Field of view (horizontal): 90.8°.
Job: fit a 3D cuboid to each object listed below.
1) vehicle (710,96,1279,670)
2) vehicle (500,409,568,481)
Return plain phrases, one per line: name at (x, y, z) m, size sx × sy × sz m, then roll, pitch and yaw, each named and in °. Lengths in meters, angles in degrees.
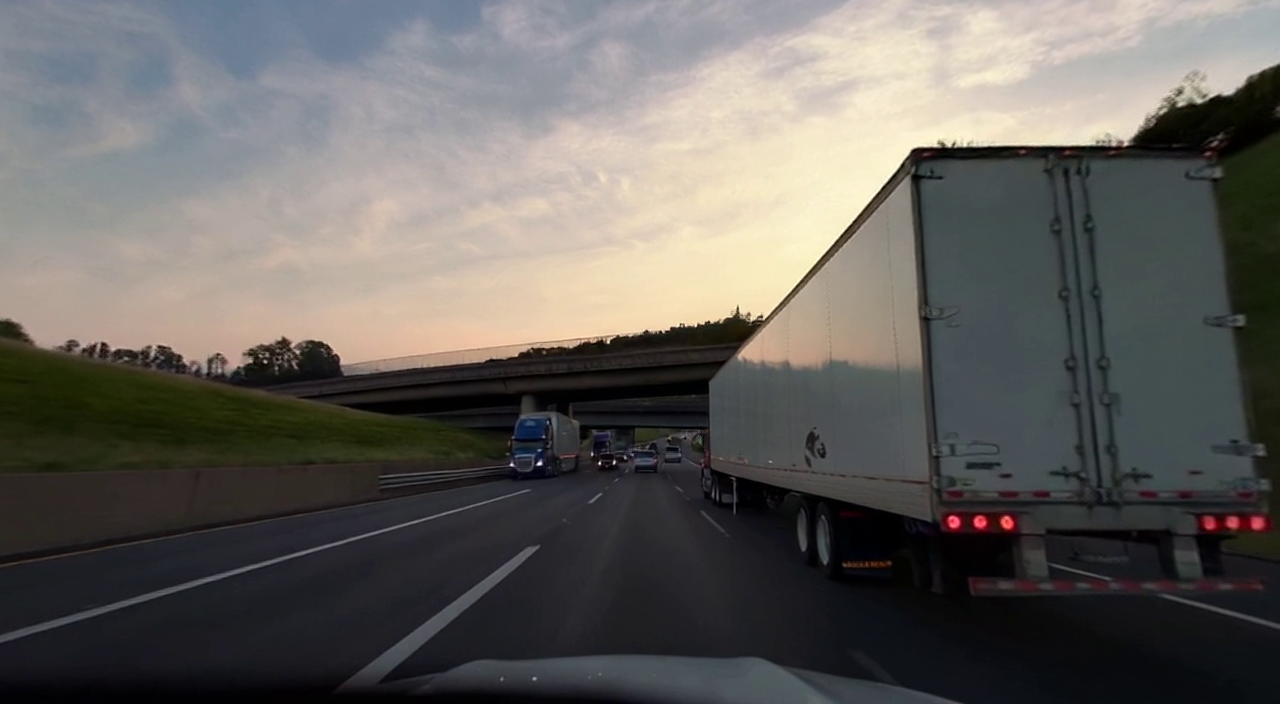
vehicle at (3.498, 1.152, 11.387) m, size 2.845 × 4.071 × 14.008 m, roll 0°, pitch -9°, yaw 0°
vehicle at (-6.287, 5.664, 38.333) m, size 3.004 × 3.974 × 5.891 m, roll 0°, pitch -9°, yaw 1°
